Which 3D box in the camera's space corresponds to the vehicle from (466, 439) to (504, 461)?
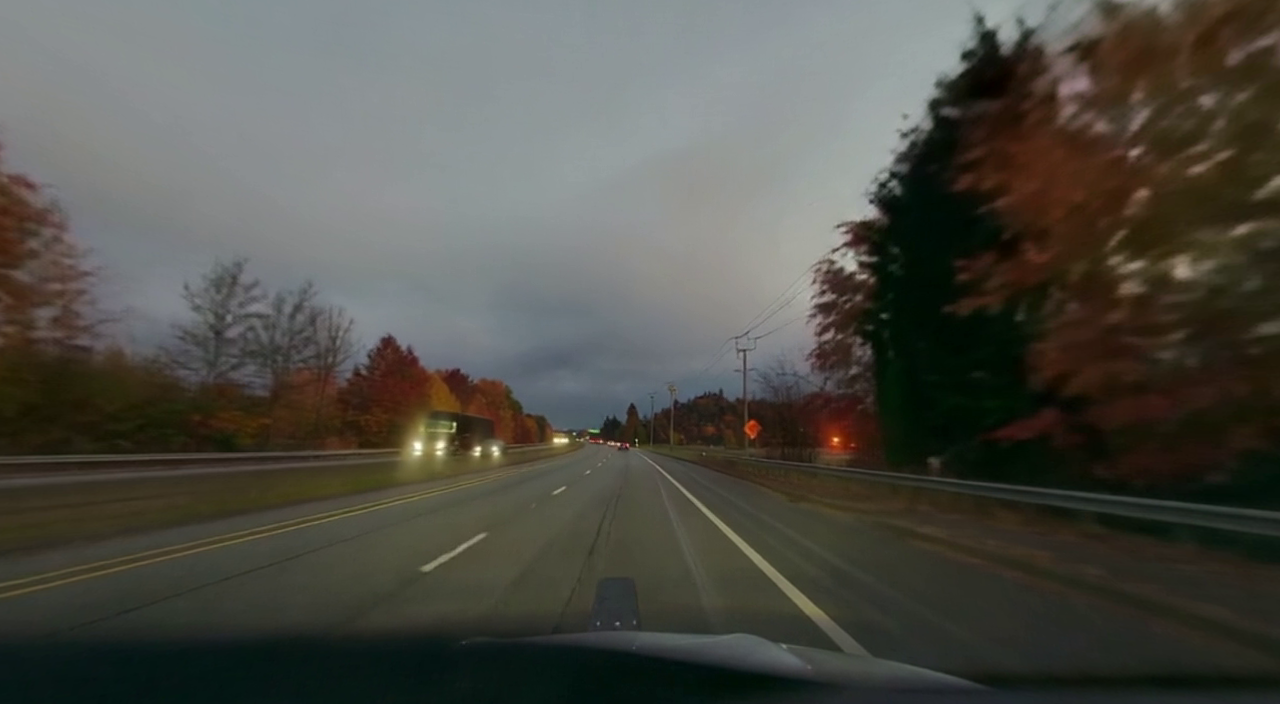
[{"bbox_3d":[-12.093,7.668,49.013,1.979,1.563,3.902,0,-9,0],"label":"vehicle"}]
